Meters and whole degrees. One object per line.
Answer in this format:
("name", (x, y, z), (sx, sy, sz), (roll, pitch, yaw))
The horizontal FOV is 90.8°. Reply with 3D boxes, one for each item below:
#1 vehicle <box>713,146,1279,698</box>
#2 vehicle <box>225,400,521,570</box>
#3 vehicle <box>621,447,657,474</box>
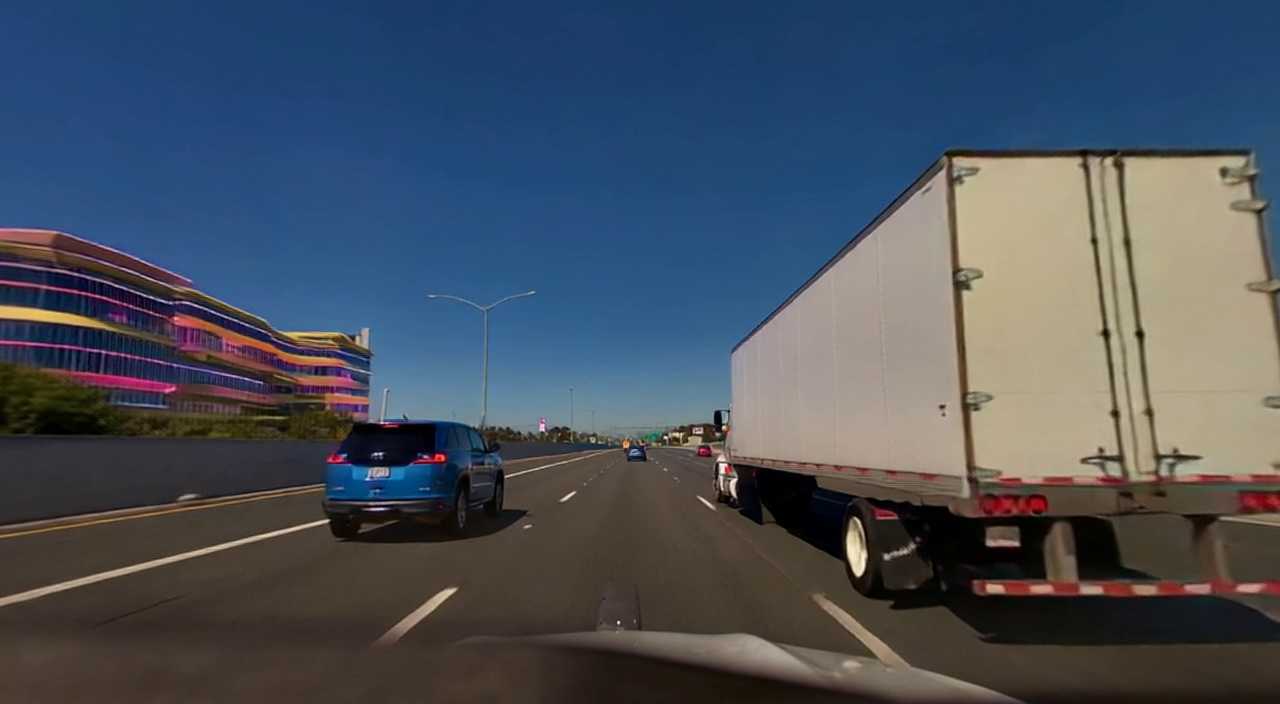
("vehicle", (3.289, 1.138, 9.278), (2.934, 3.325, 10.986), (0, -9, -1))
("vehicle", (-3.309, 1.783, 9.192), (2.229, 1.806, 4.698), (0, -9, 0))
("vehicle", (-0.064, 6.004, 35.335), (1.929, 1.395, 3.999), (0, -9, 0))
